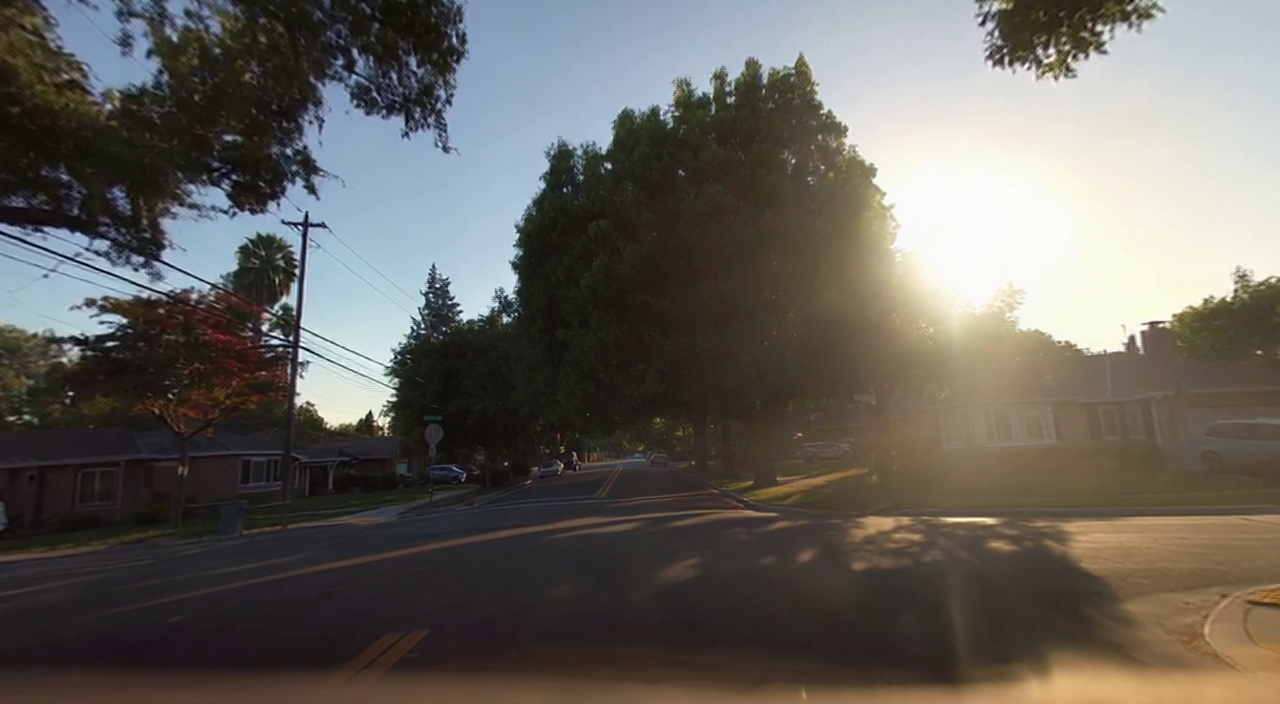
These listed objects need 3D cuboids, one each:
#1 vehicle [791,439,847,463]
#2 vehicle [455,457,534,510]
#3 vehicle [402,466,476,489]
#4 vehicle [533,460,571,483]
[{"bbox_3d":[12.416,6.910,43.999,3.563,1.551,1.916,-2,-9,12],"label":"vehicle"},{"bbox_3d":[-6.205,5.645,27.526,2.149,1.823,4.613,-6,-9,1],"label":"vehicle"},{"bbox_3d":[-14.207,8.877,44.678,4.601,1.486,1.876,-2,-9,12],"label":"vehicle"},{"bbox_3d":[-6.543,8.939,47.440,2.133,1.525,4.401,-4,-10,0],"label":"vehicle"}]
